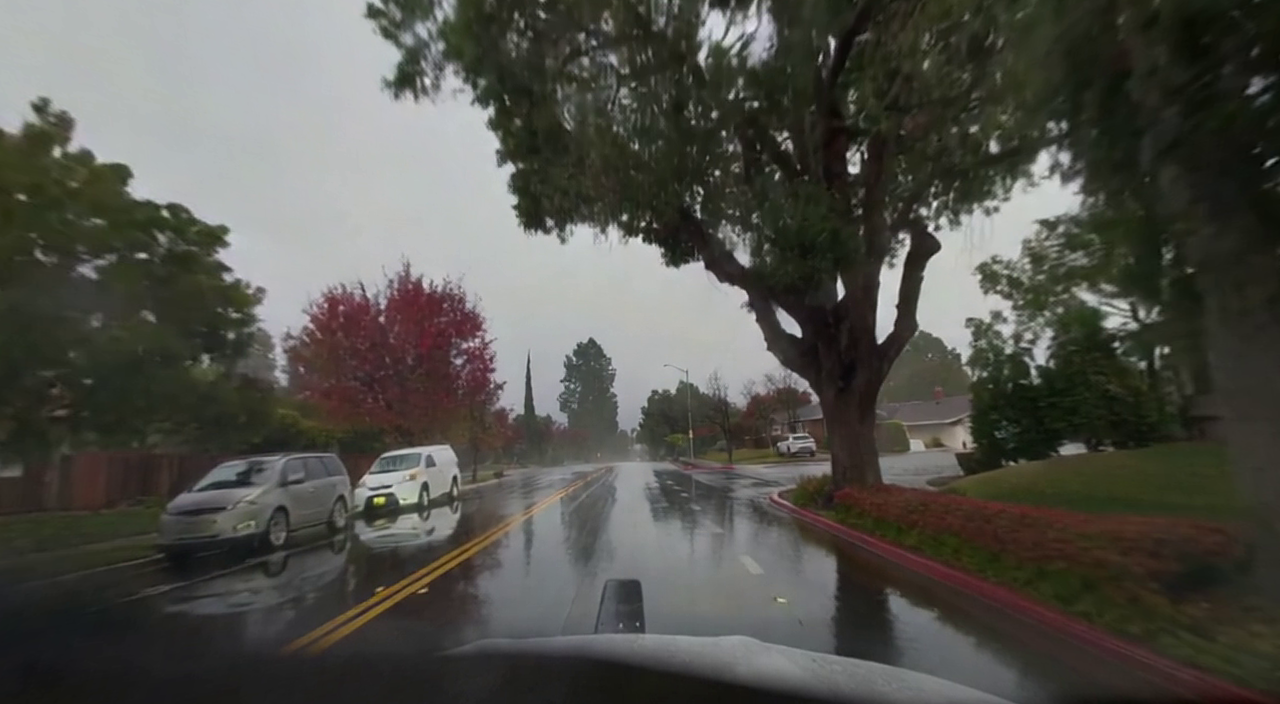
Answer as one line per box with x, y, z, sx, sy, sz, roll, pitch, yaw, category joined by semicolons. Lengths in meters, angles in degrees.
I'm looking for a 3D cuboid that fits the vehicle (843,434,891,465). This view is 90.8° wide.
13.690;5.862;37.912;1.860;1.697;4.292;-5;-10;30;vehicle

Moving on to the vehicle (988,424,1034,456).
21.687;5.163;37.066;1.956;1.632;3.922;-9;-11;27;vehicle

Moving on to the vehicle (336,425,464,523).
-6.872;3.523;18.601;2.057;2.317;4.386;-6;-10;-1;vehicle

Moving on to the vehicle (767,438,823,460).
9.260;5.855;38.106;1.922;1.263;4.664;0;-9;-3;vehicle

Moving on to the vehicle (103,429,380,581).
-6.967;2.699;11.867;2.173;2.020;4.770;-6;-10;-1;vehicle
